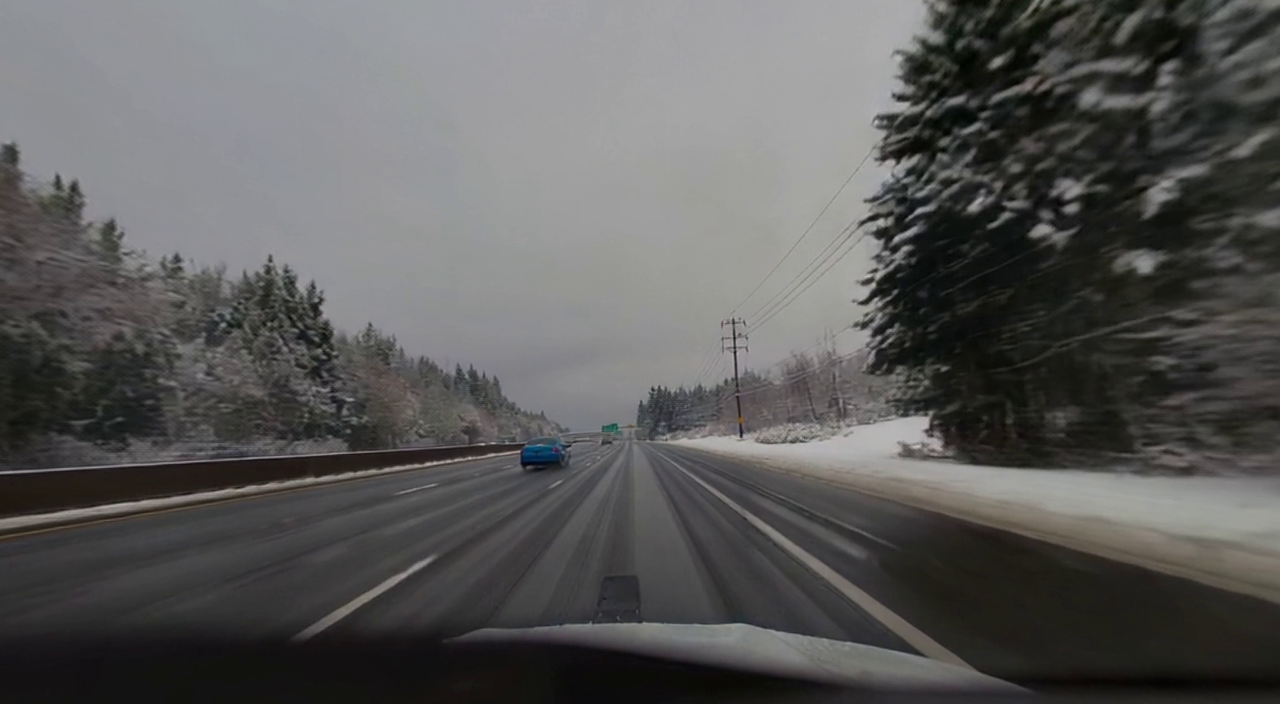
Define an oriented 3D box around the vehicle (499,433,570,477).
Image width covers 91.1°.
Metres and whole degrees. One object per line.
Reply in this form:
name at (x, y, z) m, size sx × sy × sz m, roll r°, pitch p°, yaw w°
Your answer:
vehicle at (-3.911, 3.862, 24.009) m, size 2.025 × 1.475 × 4.379 m, roll 0°, pitch -8°, yaw -1°
